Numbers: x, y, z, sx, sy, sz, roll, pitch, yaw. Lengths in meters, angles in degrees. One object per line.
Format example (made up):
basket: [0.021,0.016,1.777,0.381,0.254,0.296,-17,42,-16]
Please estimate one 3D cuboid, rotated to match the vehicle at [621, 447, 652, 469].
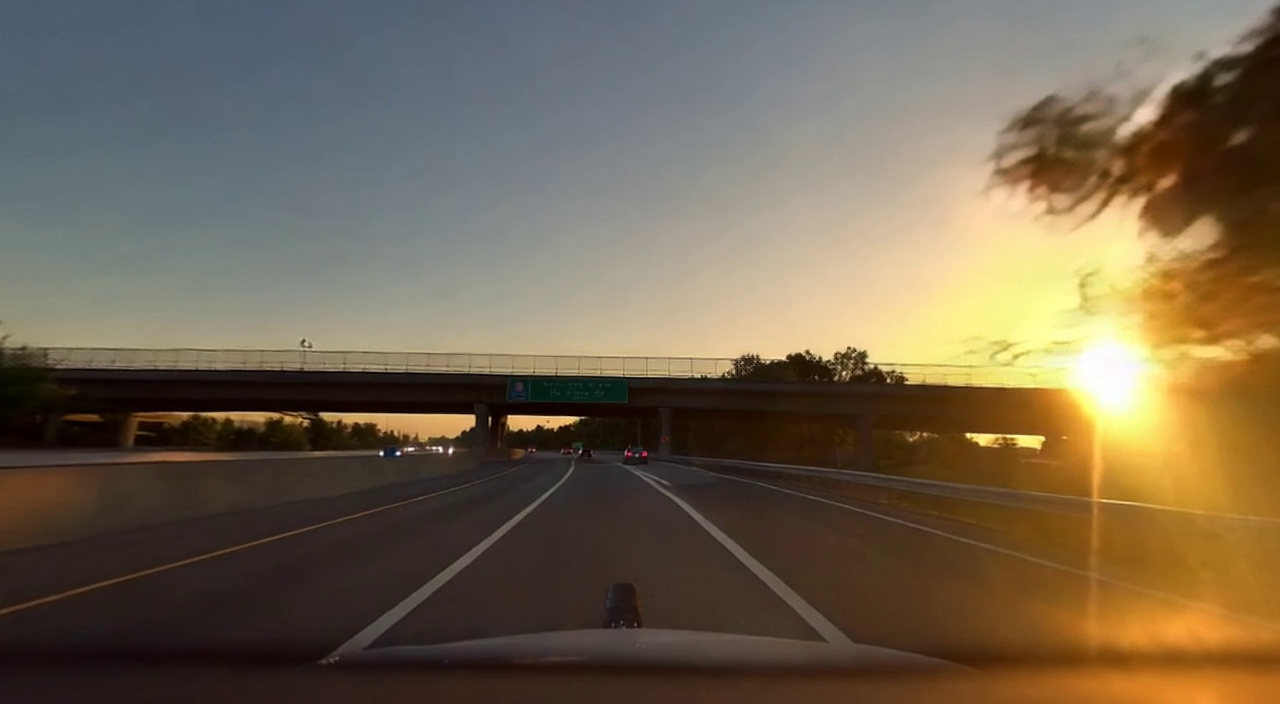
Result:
vehicle: [-0.266,7.565,45.085,2.140,1.455,4.135,0,-9,-1]
